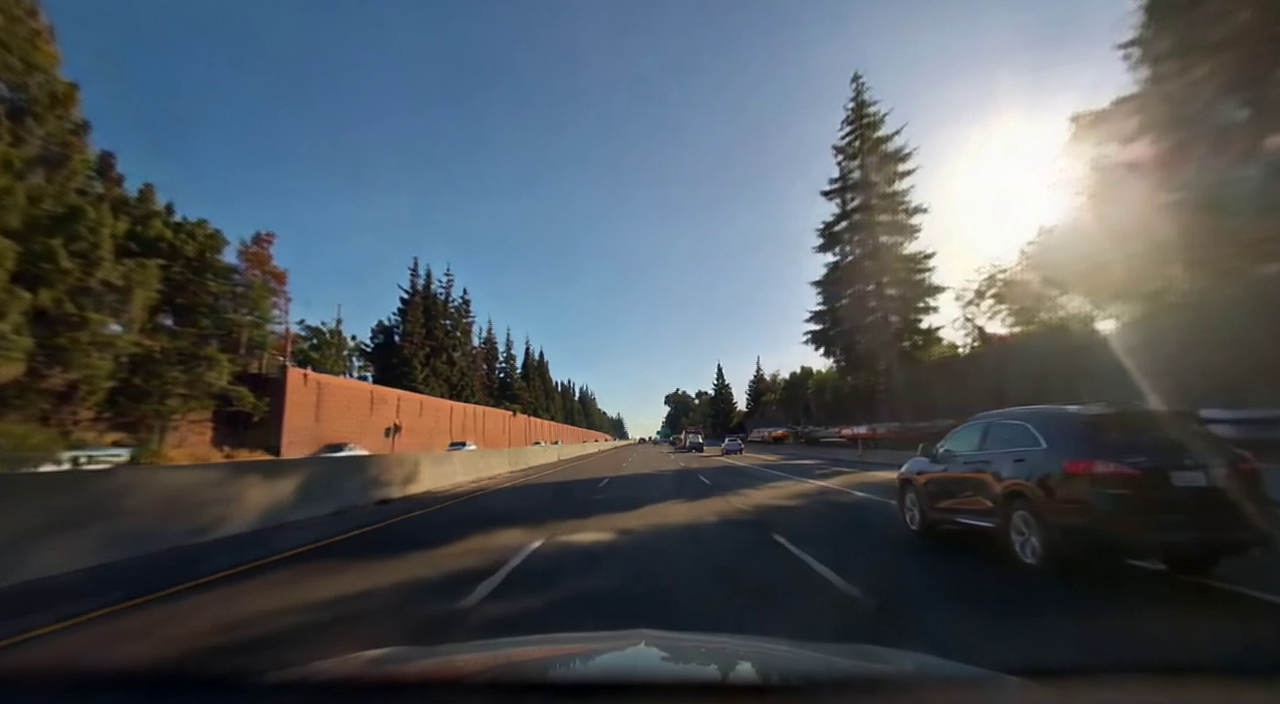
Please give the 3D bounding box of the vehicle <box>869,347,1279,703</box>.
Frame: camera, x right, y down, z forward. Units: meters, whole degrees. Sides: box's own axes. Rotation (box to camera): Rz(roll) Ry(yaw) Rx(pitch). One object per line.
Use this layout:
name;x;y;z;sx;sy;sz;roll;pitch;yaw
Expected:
vehicle;3.936;1.194;5.383;2.190;1.783;4.637;0;-8;0

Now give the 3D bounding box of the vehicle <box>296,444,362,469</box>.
vehicle;-19.379;6.489;39.485;1.863;1.460;4.614;0;-8;-1
